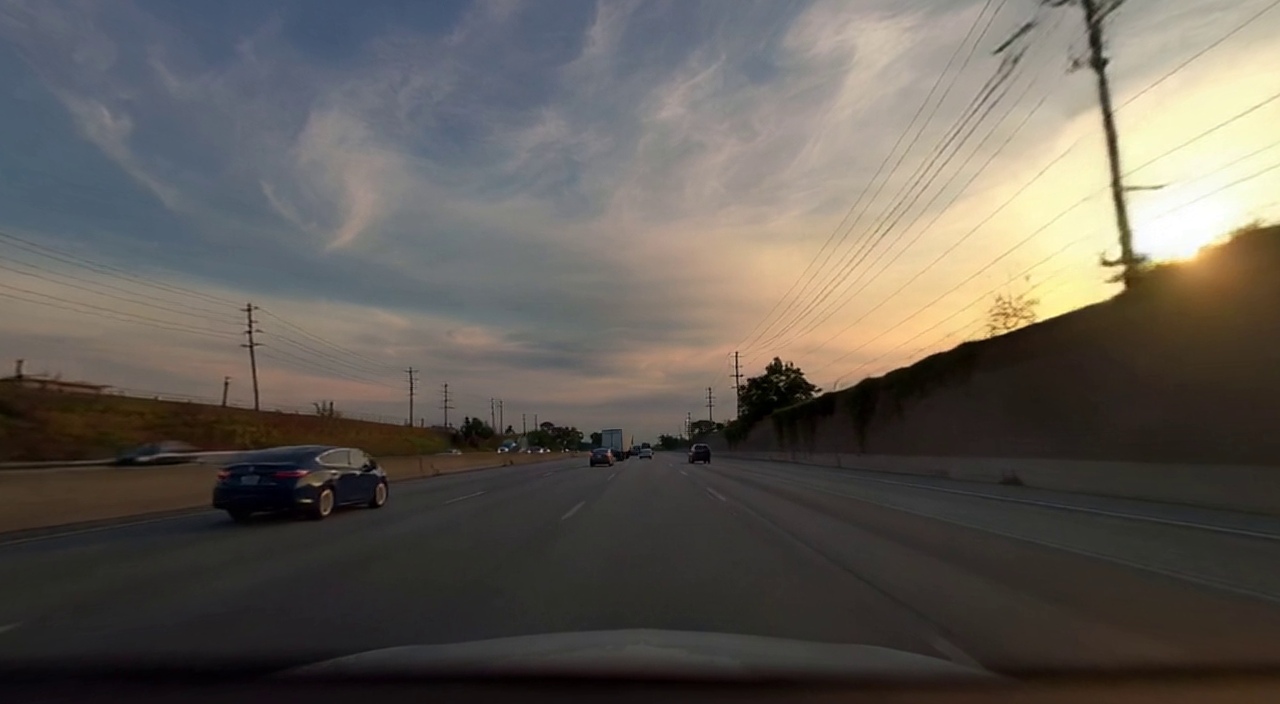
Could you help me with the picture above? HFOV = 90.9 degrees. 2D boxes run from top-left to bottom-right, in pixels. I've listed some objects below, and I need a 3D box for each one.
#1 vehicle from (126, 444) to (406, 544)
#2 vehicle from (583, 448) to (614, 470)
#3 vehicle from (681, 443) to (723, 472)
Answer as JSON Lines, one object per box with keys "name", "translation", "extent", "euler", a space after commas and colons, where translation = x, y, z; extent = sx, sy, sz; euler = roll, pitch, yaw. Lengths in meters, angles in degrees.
{"name": "vehicle", "translation": [-6.455, 2.490, 11.834], "extent": [2.127, 1.446, 5.008], "euler": [0, -9, 1]}
{"name": "vehicle", "translation": [-2.998, 7.800, 46.129], "extent": [2.004, 1.498, 4.043], "euler": [0, -9, 0]}
{"name": "vehicle", "translation": [3.986, 6.906, 41.441], "extent": [2.214, 1.799, 4.627], "euler": [0, -9, -1]}
